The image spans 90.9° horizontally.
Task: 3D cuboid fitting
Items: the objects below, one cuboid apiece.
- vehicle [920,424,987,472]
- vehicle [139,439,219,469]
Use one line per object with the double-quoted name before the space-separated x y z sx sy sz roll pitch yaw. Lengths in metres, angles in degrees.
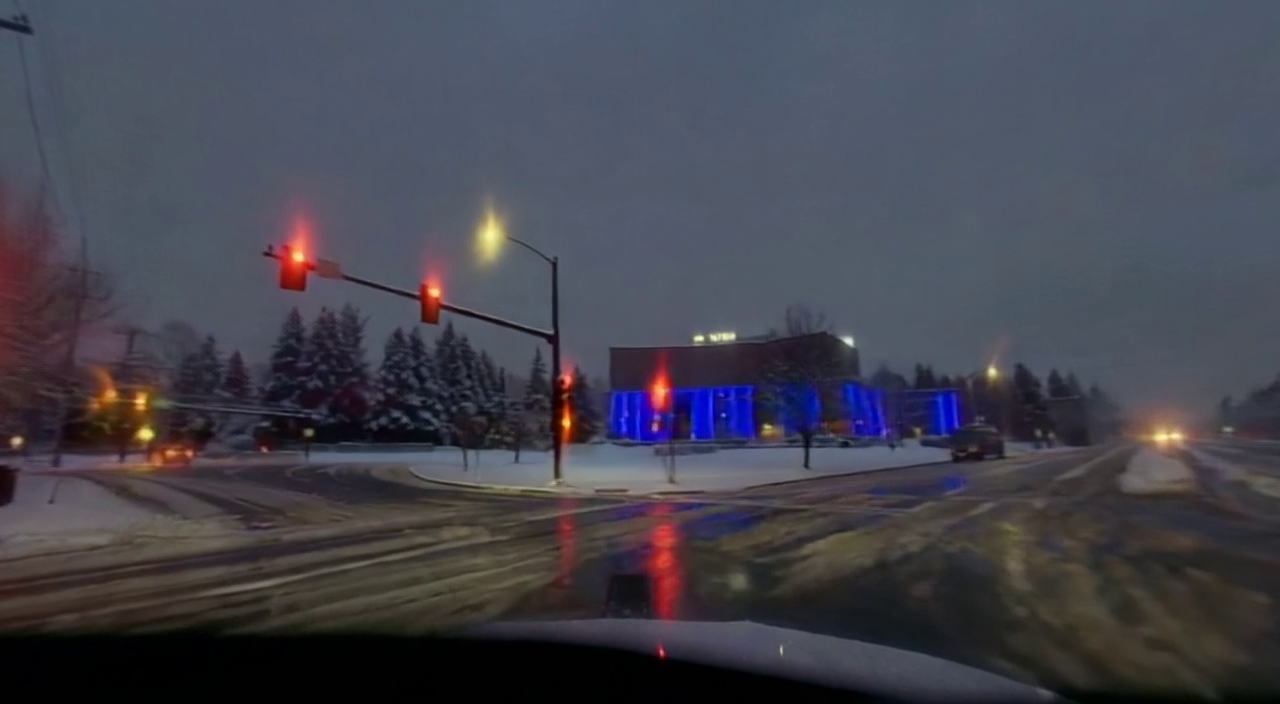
"vehicle" 19.719 6.013 39.500 2.324 2.750 5.997 -8 -11 38
"vehicle" -31.781 7.001 43.389 5.570 1.923 2.336 -6 -11 31
